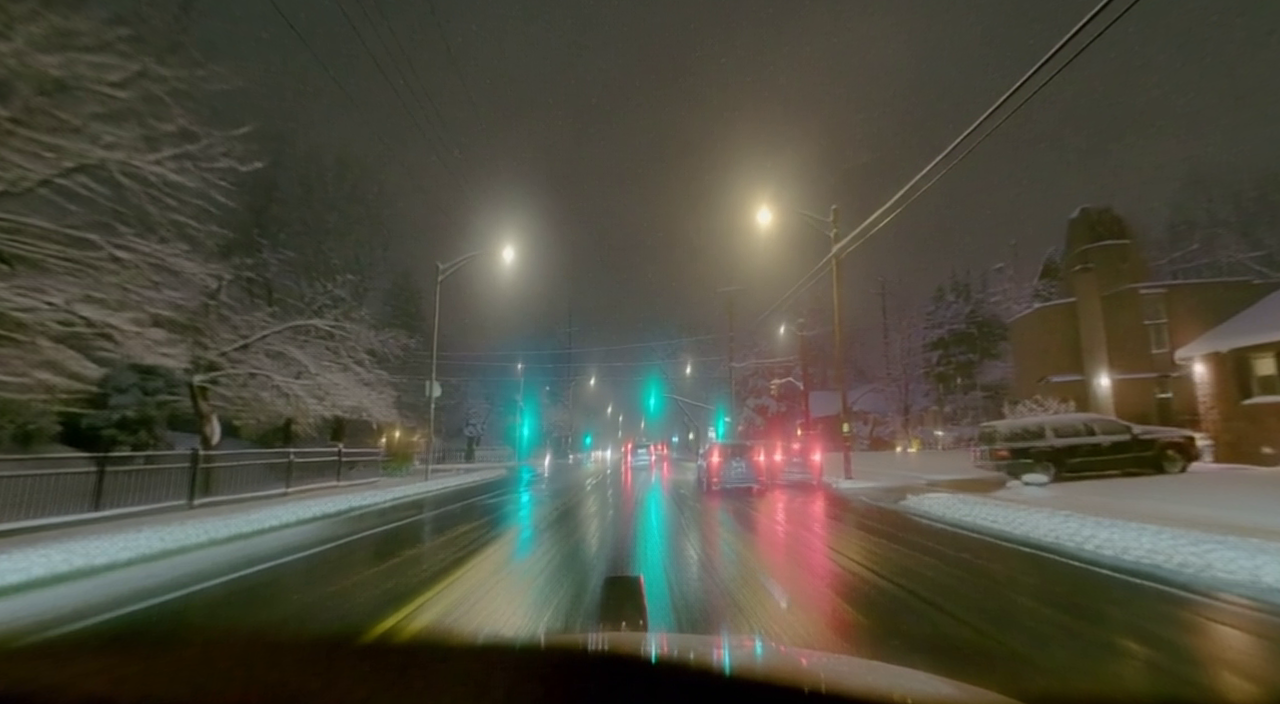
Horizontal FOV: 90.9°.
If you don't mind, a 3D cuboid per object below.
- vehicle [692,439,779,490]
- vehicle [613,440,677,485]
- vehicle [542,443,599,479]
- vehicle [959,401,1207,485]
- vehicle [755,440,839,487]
[{"bbox_3d":[3.034,3.679,21.012,2.158,1.483,4.415,0,-8,-1],"label":"vehicle"},{"bbox_3d":[0.165,3.987,23.133,2.101,1.467,4.210,0,-8,0],"label":"vehicle"},{"bbox_3d":[-3.127,4.981,29.163,2.012,1.505,4.205,-1,-8,2],"label":"vehicle"},{"bbox_3d":[13.771,2.860,19.925,5.929,1.970,2.381,-5,-8,-2],"label":"vehicle"},{"bbox_3d":[5.872,4.205,24.245,2.011,1.620,4.694,0,-8,0],"label":"vehicle"}]
